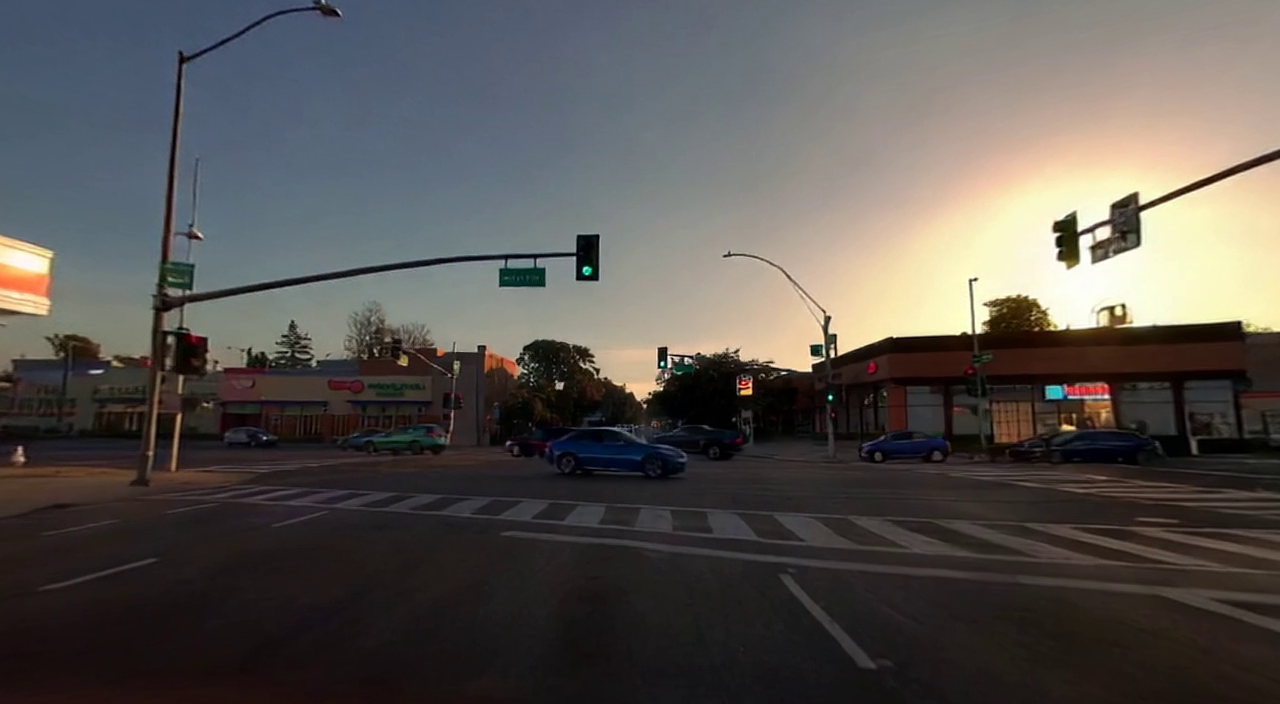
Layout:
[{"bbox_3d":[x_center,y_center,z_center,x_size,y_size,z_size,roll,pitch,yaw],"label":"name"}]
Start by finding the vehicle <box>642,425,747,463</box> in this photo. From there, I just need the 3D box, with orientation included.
[{"bbox_3d":[2.522,4.346,29.679,4.562,1.676,1.819,-4,-10,26],"label":"vehicle"}]

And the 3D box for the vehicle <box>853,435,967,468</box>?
[{"bbox_3d":[13.090,4.851,30.790,4.792,1.467,1.831,-6,-10,32],"label":"vehicle"}]

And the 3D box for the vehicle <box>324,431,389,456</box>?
[{"bbox_3d":[-20.373,6.612,45.373,4.433,1.717,1.839,-5,-10,27],"label":"vehicle"}]

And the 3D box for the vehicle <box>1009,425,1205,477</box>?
[{"bbox_3d":[14.757,3.179,20.378,4.681,1.495,2.096,-4,-10,26],"label":"vehicle"}]

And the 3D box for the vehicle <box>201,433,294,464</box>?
[{"bbox_3d":[-19.811,4.875,31.857,4.670,1.458,1.959,-5,-10,31],"label":"vehicle"}]

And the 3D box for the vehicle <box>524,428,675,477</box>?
[{"bbox_3d":[-1.406,3.357,21.195,4.806,1.482,1.862,-5,-10,29],"label":"vehicle"}]

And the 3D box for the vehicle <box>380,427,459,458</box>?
[{"bbox_3d":[-13.046,5.363,37.313,4.311,1.742,1.864,-4,-10,26],"label":"vehicle"}]
